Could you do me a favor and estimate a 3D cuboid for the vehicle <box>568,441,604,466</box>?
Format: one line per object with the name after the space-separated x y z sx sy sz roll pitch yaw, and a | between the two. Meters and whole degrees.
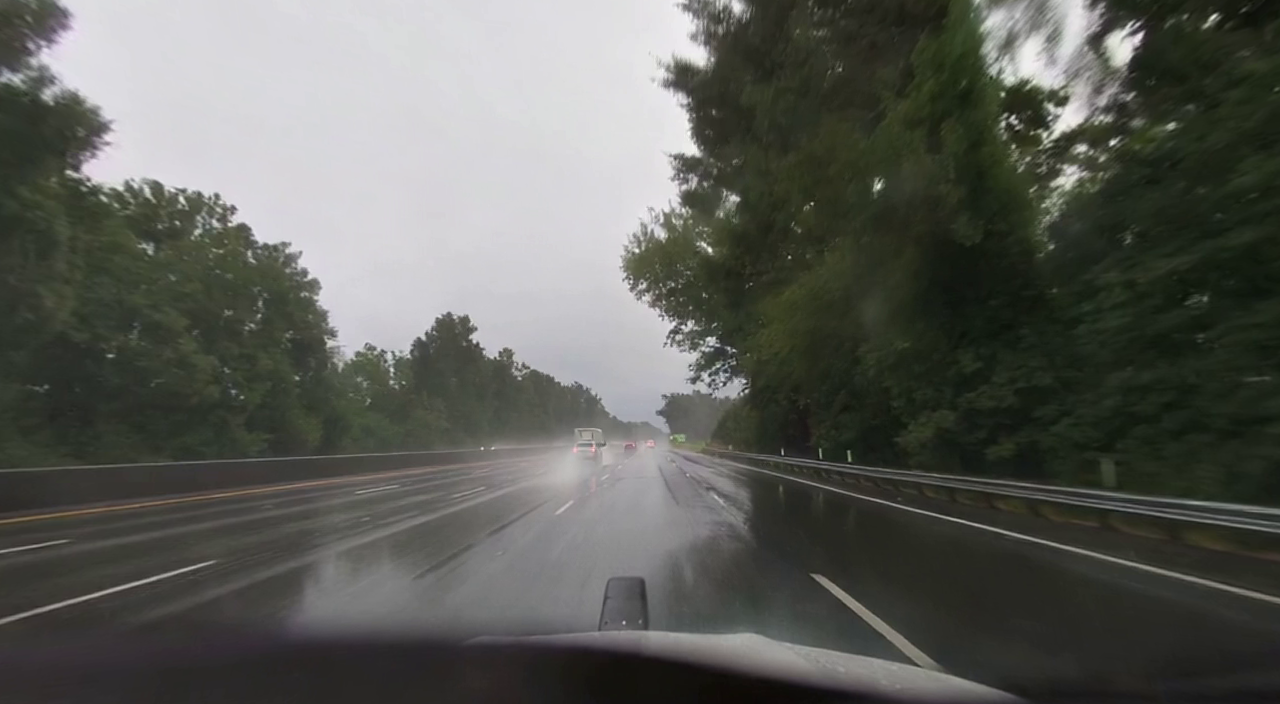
-3.547 6.712 41.890 1.993 1.589 3.898 0 -8 1 | vehicle
